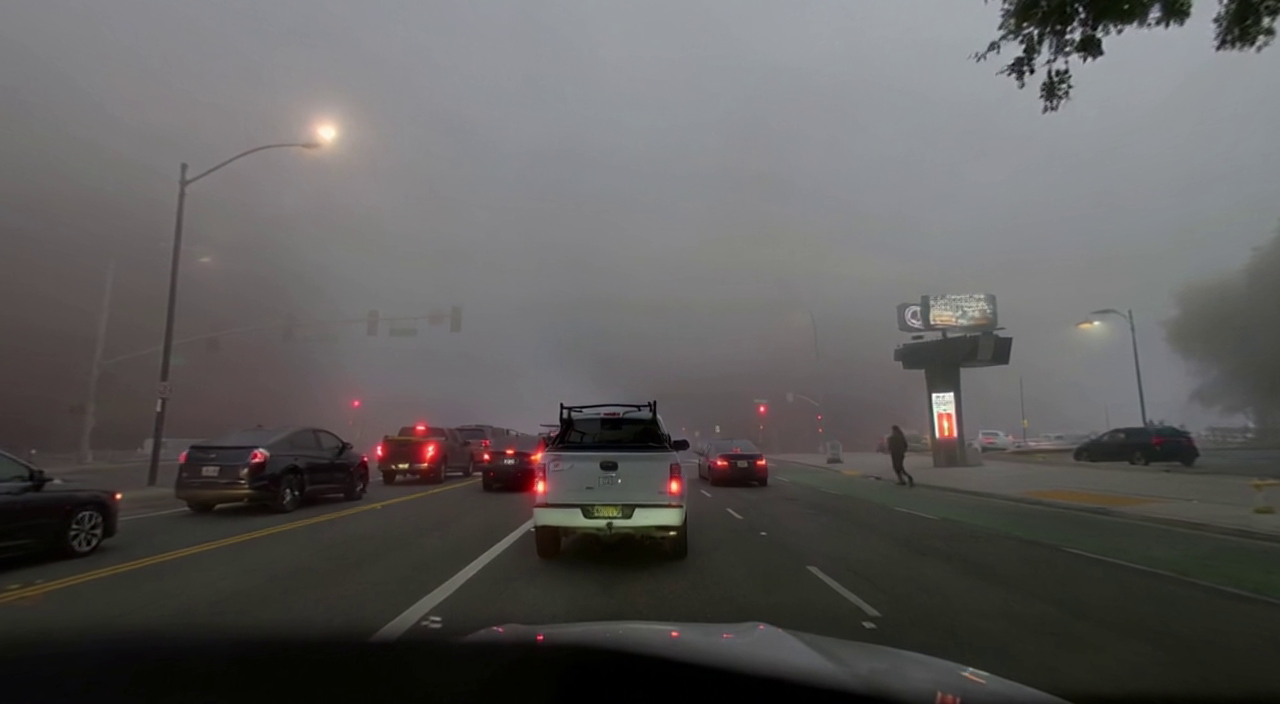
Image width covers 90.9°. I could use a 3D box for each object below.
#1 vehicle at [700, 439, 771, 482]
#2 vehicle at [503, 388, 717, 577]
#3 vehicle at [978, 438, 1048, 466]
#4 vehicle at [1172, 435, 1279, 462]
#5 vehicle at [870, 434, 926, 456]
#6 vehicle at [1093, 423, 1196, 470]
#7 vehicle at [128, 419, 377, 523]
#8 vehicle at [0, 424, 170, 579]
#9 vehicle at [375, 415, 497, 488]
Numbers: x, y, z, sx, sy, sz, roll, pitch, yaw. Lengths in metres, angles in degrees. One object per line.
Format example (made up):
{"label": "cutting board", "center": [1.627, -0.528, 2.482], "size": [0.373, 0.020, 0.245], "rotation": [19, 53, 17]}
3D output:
{"label": "vehicle", "center": [3.439, 3.994, 23.543], "size": [2.023, 1.441, 4.240], "rotation": [0, -8, 1]}
{"label": "vehicle", "center": [-0.302, 1.579, 8.321], "size": [2.064, 1.817, 4.298], "rotation": [0, -8, 0]}
{"label": "vehicle", "center": [20.118, 5.348, 33.962], "size": [3.836, 1.443, 1.694], "rotation": [5, -10, -35]}
{"label": "vehicle", "center": [29.687, 4.863, 31.720], "size": [4.176, 1.313, 1.719], "rotation": [0, -8, 2]}
{"label": "vehicle", "center": [20.114, 7.224, 49.071], "size": [4.361, 1.653, 2.034], "rotation": [6, -10, -36]}
{"label": "vehicle", "center": [19.264, 3.588, 24.033], "size": [4.156, 1.622, 1.924], "rotation": [6, -10, -36]}
{"label": "vehicle", "center": [-7.157, 2.236, 12.385], "size": [1.941, 1.655, 4.503], "rotation": [0, -8, 1]}
{"label": "vehicle", "center": [-6.964, 1.400, 5.848], "size": [1.831, 1.451, 4.382], "rotation": [0, -8, -1]}
{"label": "vehicle", "center": [-6.475, 3.244, 20.694], "size": [2.496, 2.112, 4.351], "rotation": [0, -8, 0]}
